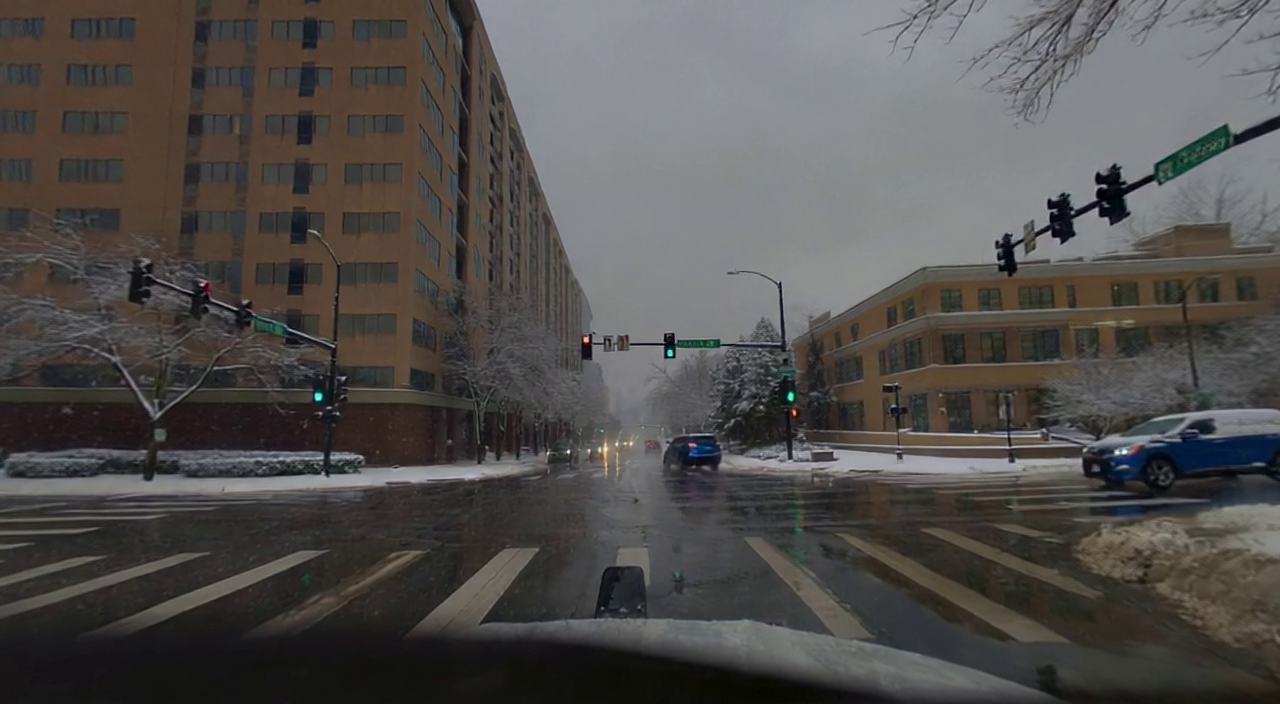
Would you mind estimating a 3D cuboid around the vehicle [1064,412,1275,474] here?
[{"bbox_3d":[16.933,2.944,20.397,4.802,1.860,2.146,0,-8,1],"label":"vehicle"}]

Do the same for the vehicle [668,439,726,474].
[{"bbox_3d":[2.553,4.804,29.314,2.039,1.470,4.355,0,-8,-3],"label":"vehicle"}]
